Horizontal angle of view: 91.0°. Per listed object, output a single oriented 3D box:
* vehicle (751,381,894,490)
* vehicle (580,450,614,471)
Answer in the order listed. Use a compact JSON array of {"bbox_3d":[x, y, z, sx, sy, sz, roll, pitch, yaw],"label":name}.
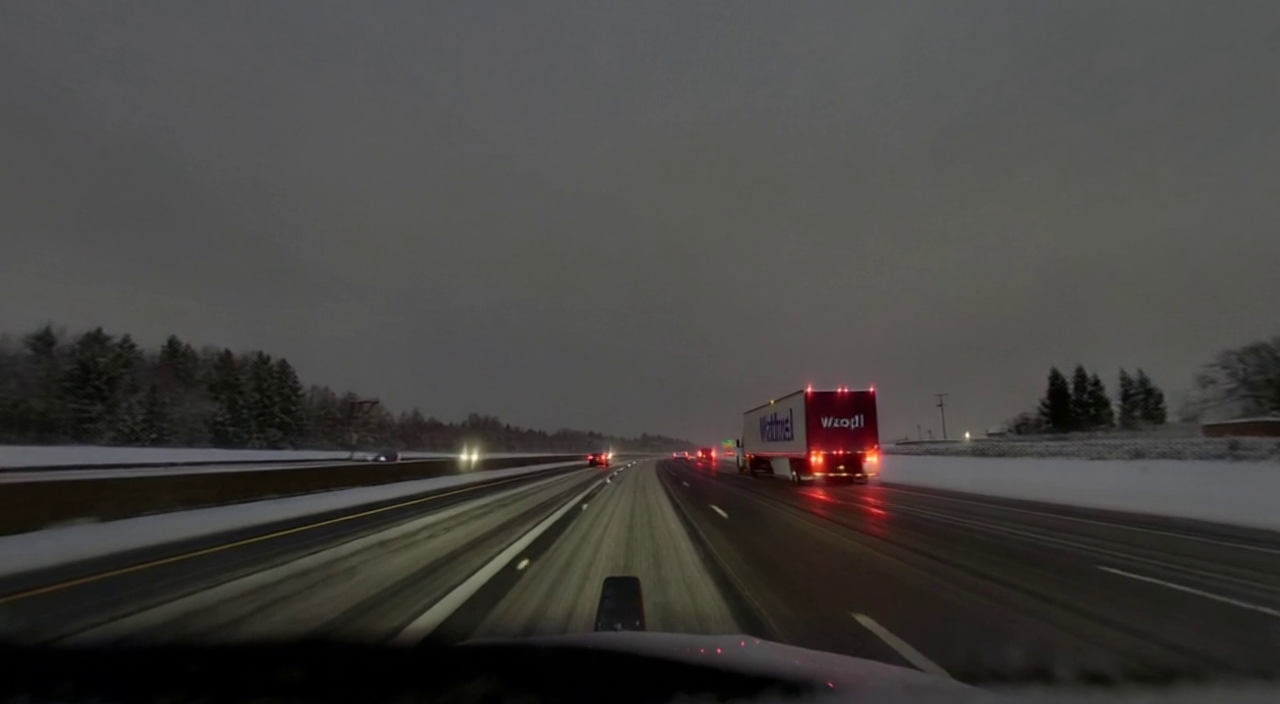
[{"bbox_3d":[8.334,4.338,31.832,2.912,4.143,15.538,0,-9,1],"label":"vehicle"},{"bbox_3d":[-3.190,8.139,47.515,2.164,1.507,4.748,0,-9,1],"label":"vehicle"}]
